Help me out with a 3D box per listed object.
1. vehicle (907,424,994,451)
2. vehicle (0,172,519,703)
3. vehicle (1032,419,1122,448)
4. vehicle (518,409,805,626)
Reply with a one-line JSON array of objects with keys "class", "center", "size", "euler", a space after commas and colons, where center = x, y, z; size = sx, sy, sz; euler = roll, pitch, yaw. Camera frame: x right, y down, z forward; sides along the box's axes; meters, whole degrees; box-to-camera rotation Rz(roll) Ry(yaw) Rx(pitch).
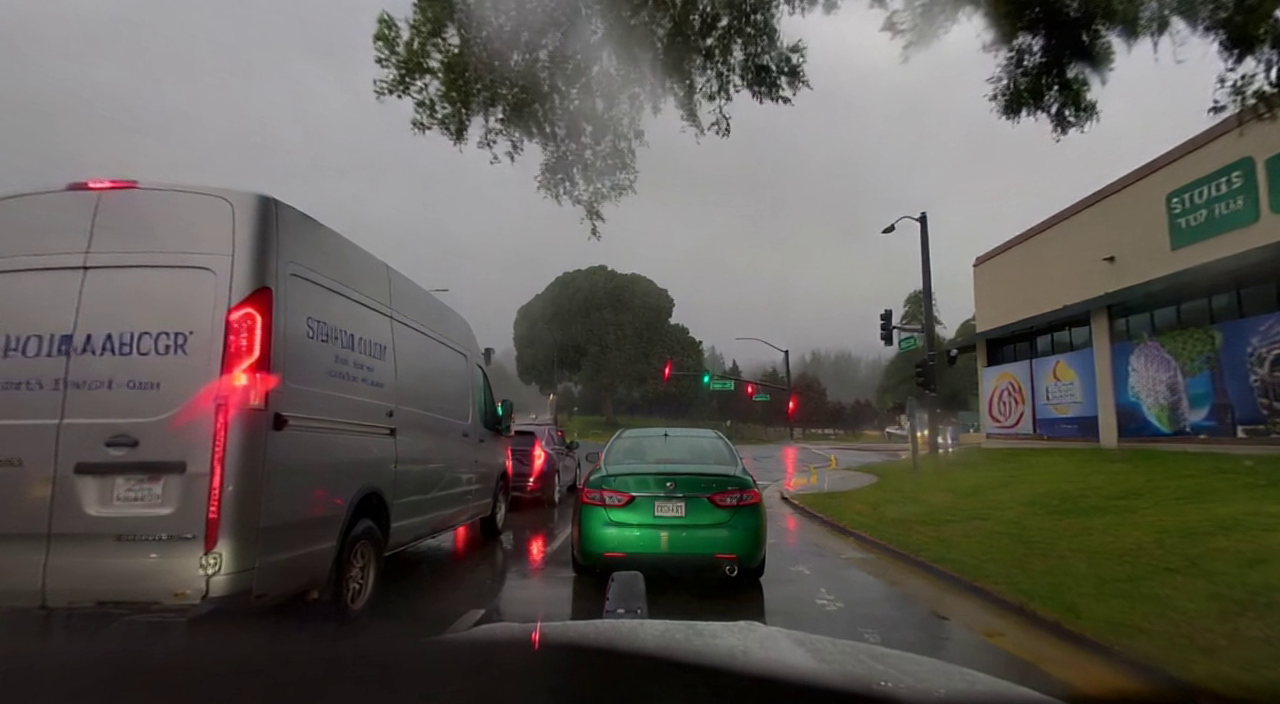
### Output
[{"class": "vehicle", "center": [21.925, 6.063, 44.537], "size": [5.021, 1.848, 2.210], "euler": [1, -9, -9]}, {"class": "vehicle", "center": [-3.068, 0.901, 6.156], "size": [2.555, 3.035, 5.702], "euler": [0, -8, 0]}, {"class": "vehicle", "center": [32.002, 6.027, 46.154], "size": [5.084, 2.041, 2.360], "euler": [2, -9, -9]}, {"class": "vehicle", "center": [0.330, 1.690, 7.472], "size": [2.398, 1.773, 4.254], "euler": [-1, -8, 5]}]
